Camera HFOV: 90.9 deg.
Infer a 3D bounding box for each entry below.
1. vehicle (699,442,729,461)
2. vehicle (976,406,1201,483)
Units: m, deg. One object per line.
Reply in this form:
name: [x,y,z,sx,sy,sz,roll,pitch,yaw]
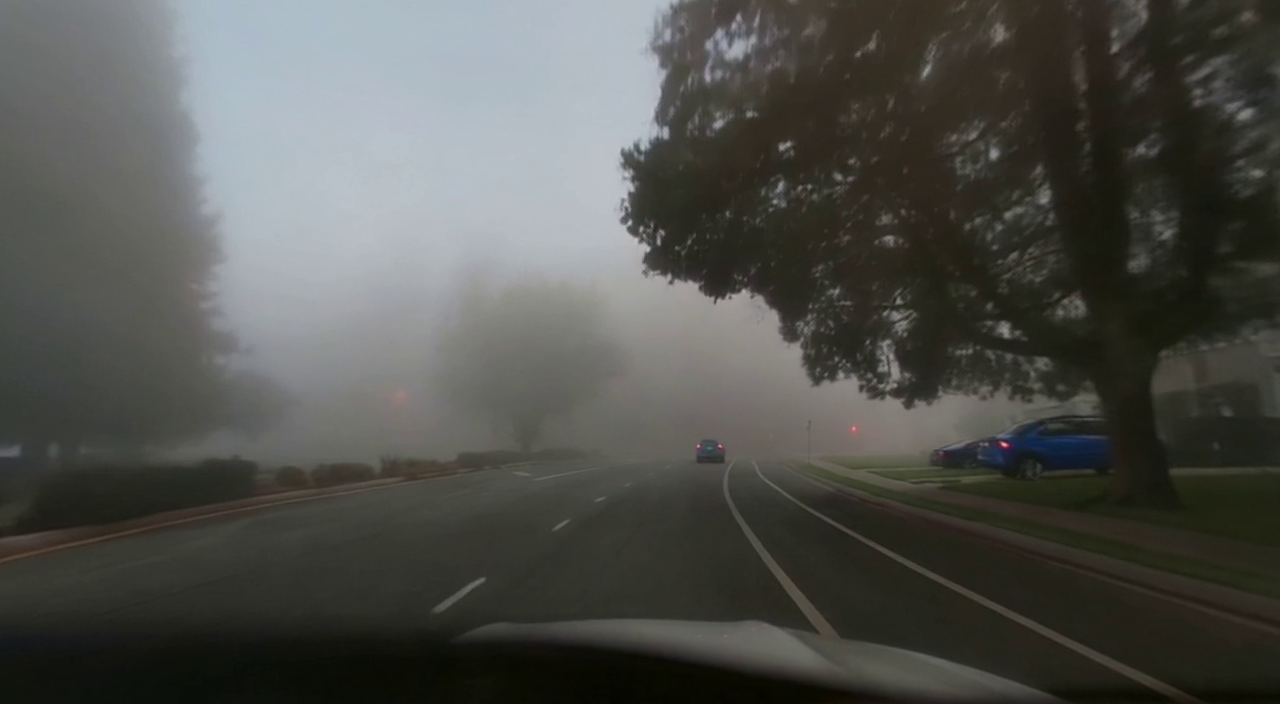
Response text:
vehicle: [5.820,7.721,49.065,2.050,1.456,4.003,-1,-9,10]
vehicle: [12.792,2.677,18.332,4.672,2.044,2.248,-1,-8,7]
